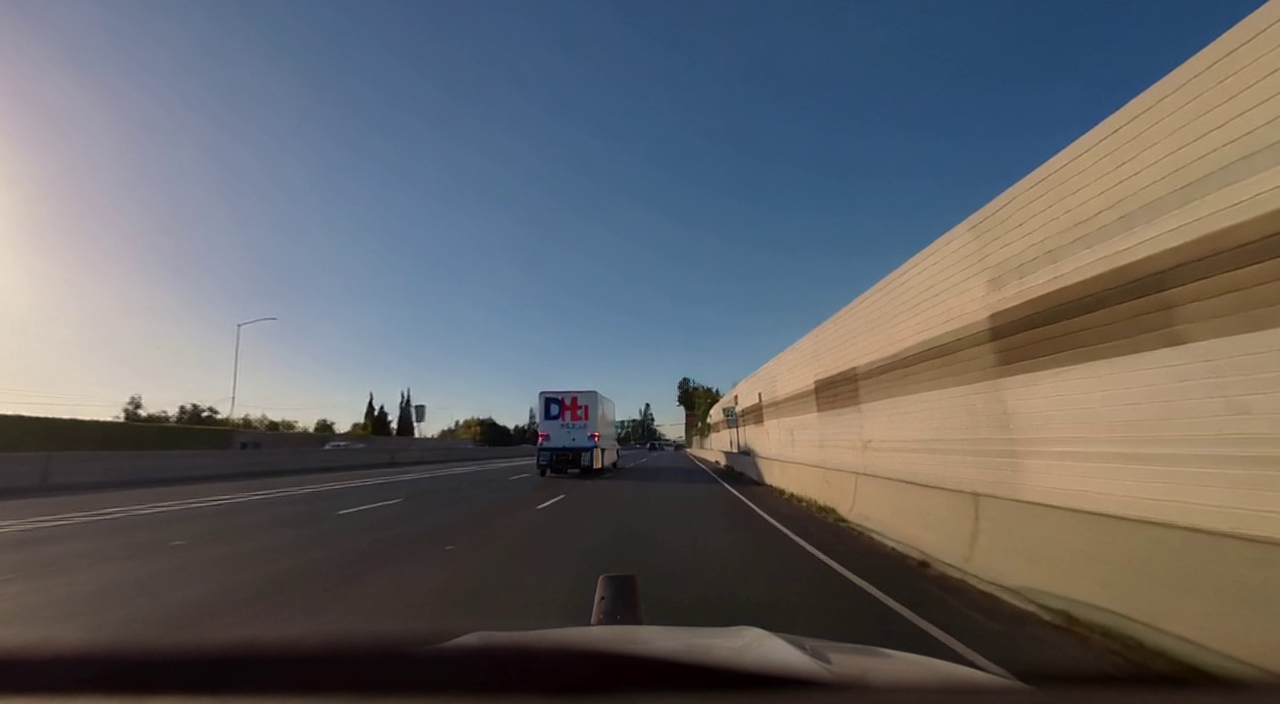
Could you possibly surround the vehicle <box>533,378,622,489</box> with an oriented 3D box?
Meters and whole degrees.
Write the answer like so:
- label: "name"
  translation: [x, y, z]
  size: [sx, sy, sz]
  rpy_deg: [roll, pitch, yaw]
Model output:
- label: "vehicle"
  translation: [-2.524, 3.683, 28.464]
  size: [2.796, 4.184, 8.554]
  rpy_deg: [1, -8, 2]
